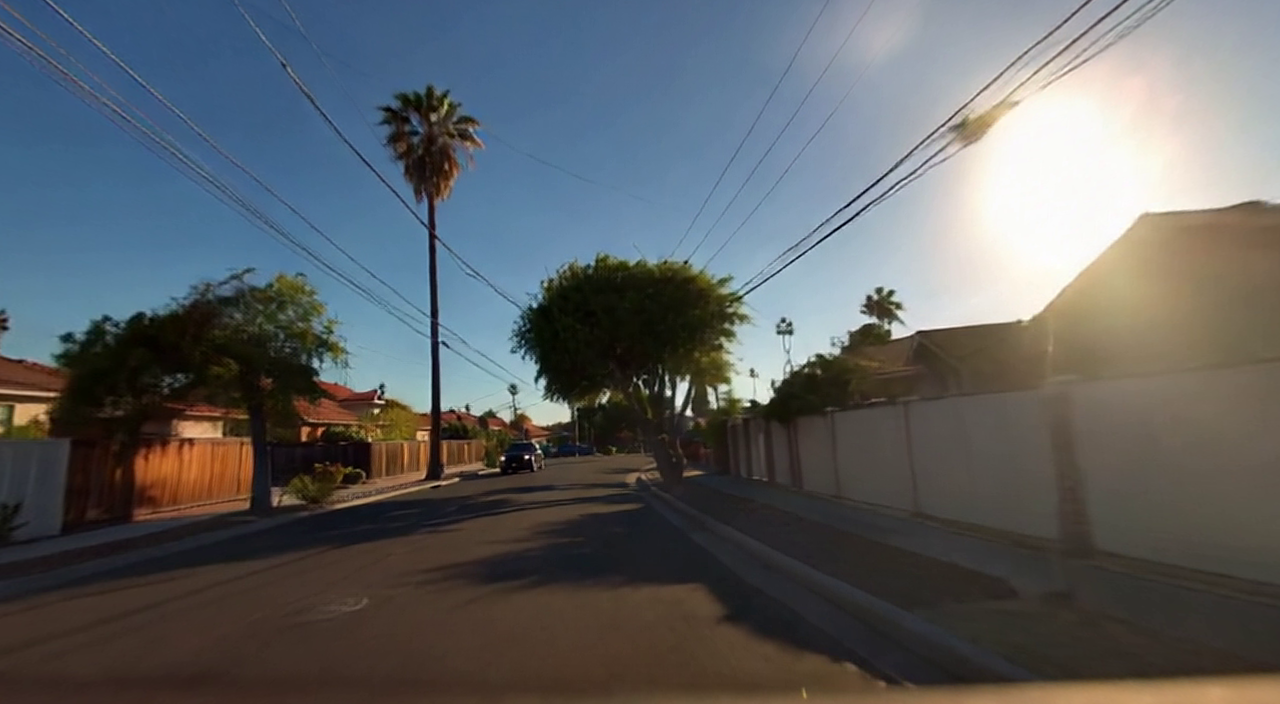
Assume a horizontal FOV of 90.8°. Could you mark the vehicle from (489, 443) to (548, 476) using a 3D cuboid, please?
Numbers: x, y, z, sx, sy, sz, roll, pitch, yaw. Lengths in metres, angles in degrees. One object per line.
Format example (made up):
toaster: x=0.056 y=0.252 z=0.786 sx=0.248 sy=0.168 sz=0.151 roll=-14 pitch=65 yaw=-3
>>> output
vehicle: x=-6.735 y=6.021 z=35.691 sx=2.208 sy=1.758 sz=4.529 roll=0 pitch=-8 yaw=3
